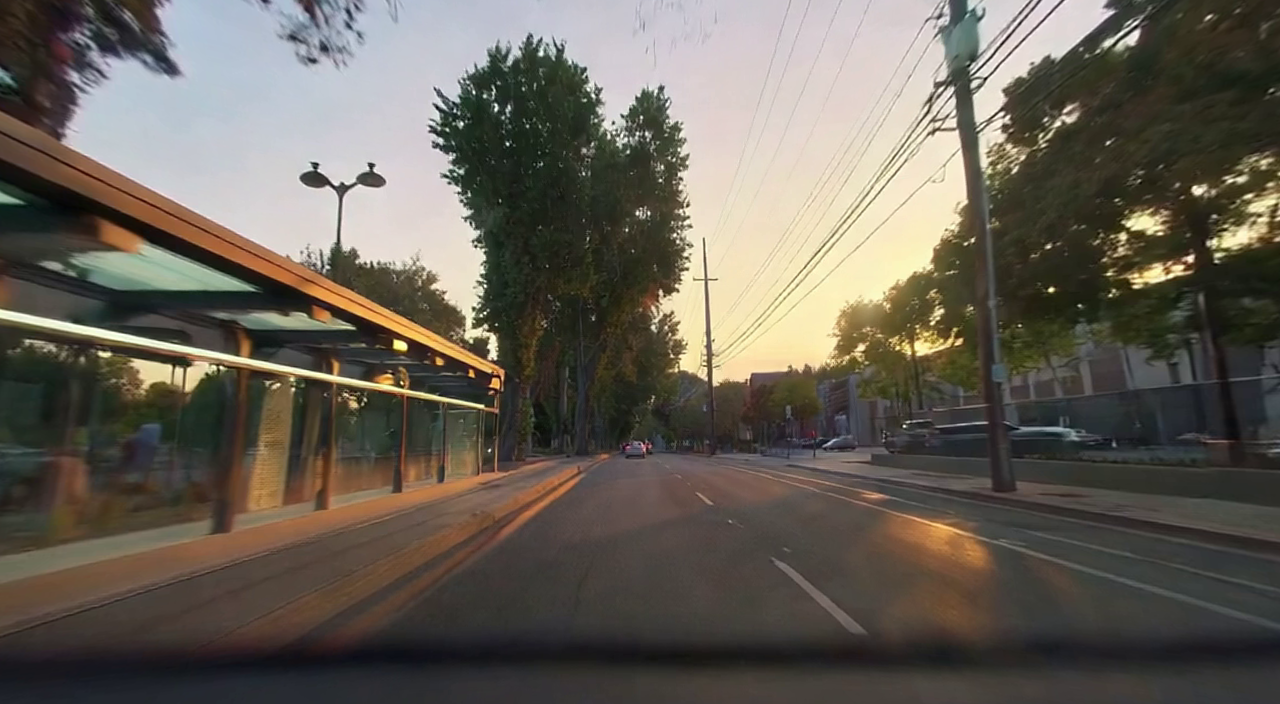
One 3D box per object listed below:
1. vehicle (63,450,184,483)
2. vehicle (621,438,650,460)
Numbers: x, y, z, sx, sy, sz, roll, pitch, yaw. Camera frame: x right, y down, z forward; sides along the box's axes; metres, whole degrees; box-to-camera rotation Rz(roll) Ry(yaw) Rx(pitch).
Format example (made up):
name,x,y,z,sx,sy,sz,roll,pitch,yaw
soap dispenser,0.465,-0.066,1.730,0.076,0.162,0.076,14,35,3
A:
name,x,y,z,sx,sy,sz,roll,pitch,yaw
vehicle,-26.033,5.741,32.098,2.040,1.469,4.860,0,-8,0
vehicle,-0.396,7.281,47.576,2.109,1.501,4.042,0,-8,-1
